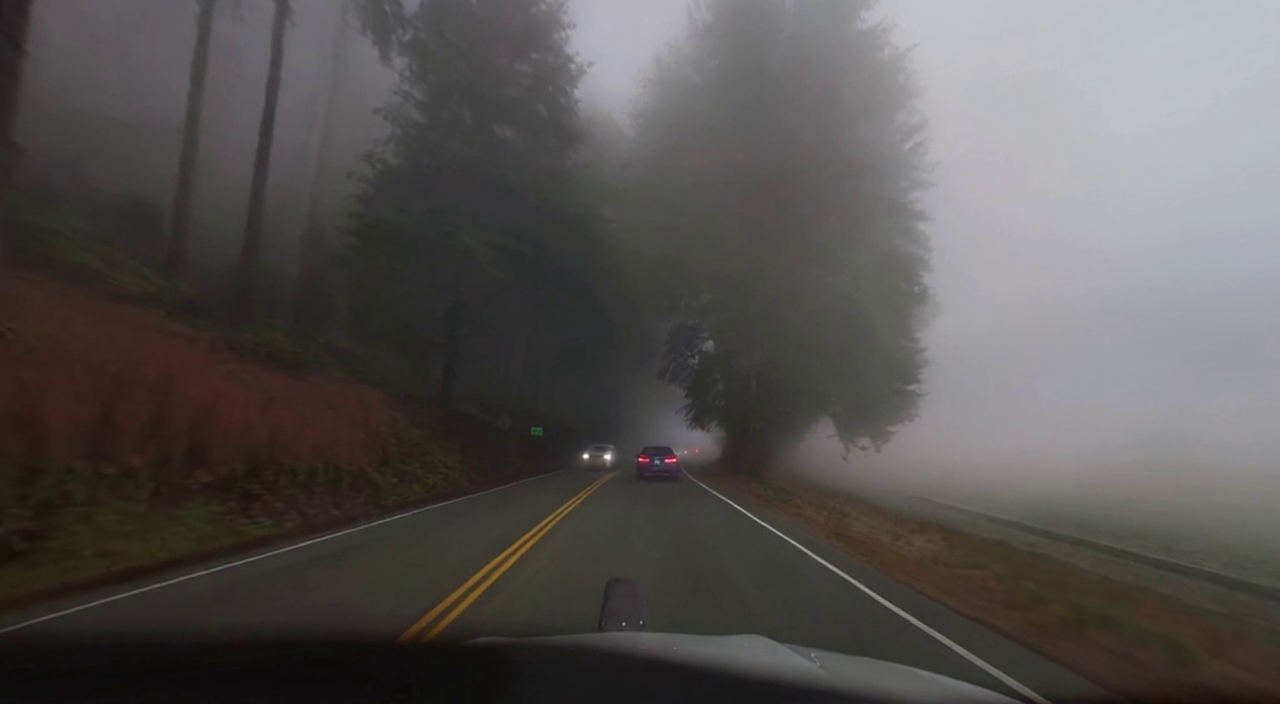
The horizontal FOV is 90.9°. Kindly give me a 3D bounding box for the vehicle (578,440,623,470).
[{"bbox_3d":[-2.675,7.112,43.715,2.477,1.958,4.753,-1,-8,4],"label":"vehicle"}]

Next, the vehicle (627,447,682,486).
[{"bbox_3d":[0.659,5.085,28.423,2.274,1.583,4.349,0,-8,1],"label":"vehicle"}]
